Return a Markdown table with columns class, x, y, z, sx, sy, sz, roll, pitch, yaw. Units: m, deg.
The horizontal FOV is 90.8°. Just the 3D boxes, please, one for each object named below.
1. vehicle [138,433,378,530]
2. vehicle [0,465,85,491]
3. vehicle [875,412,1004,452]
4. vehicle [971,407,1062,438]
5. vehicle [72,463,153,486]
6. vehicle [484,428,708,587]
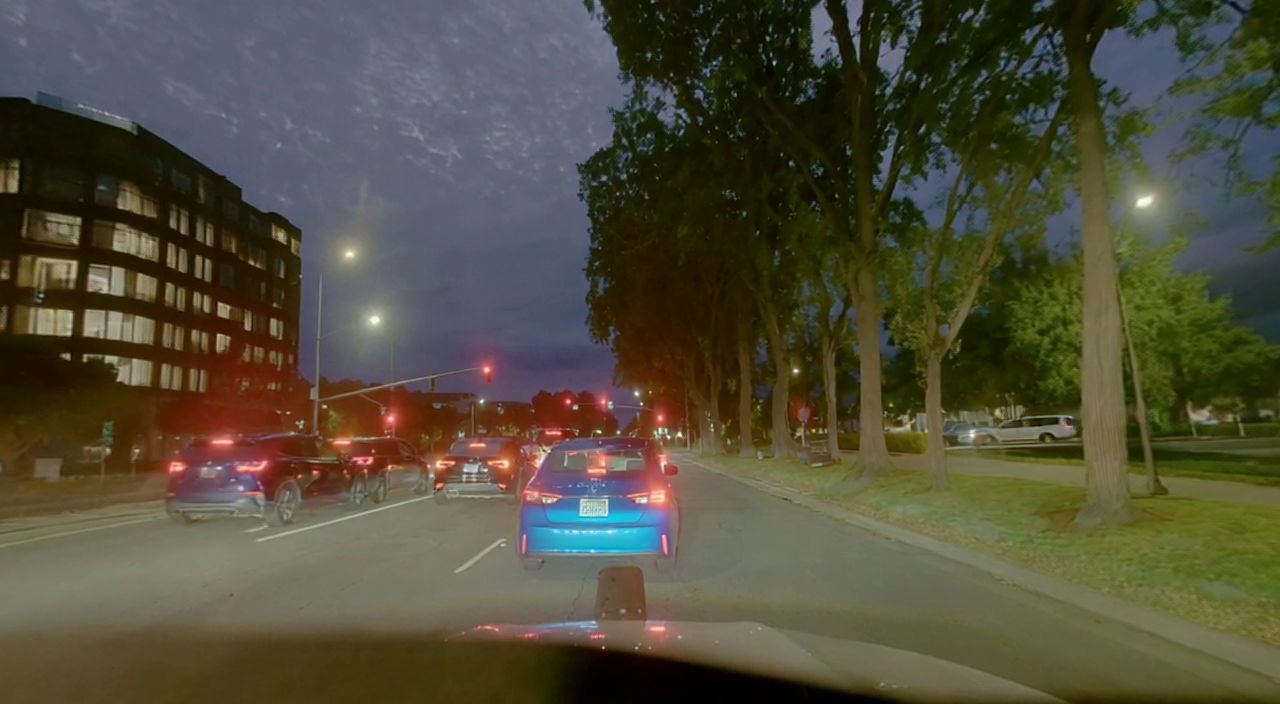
| class | x | y | z | sx | sy | sz | roll | pitch | yaw |
| --- | --- | --- | --- | --- | --- | --- | --- | --- | --- |
| vehicle | -7.270 | 2.485 | 12.705 | 2.096 | 1.593 | 4.288 | 0 | -9 | 0 |
| vehicle | -36.628 | 7.622 | 38.320 | 4.093 | 1.440 | 1.804 | 0 | -9 | -1 |
| vehicle | 13.928 | 3.771 | 29.589 | 4.975 | 1.809 | 1.956 | 0 | -9 | 1 |
| vehicle | 26.989 | 5.110 | 45.307 | 5.333 | 1.880 | 2.130 | -8 | -9 | 33 |
| vehicle | -36.380 | 8.441 | 43.638 | 3.918 | 1.423 | 1.861 | 0 | -9 | 1 |
| vehicle | -0.409 | 1.771 | 7.998 | 2.104 | 1.472 | 3.946 | 0 | -9 | 0 |
